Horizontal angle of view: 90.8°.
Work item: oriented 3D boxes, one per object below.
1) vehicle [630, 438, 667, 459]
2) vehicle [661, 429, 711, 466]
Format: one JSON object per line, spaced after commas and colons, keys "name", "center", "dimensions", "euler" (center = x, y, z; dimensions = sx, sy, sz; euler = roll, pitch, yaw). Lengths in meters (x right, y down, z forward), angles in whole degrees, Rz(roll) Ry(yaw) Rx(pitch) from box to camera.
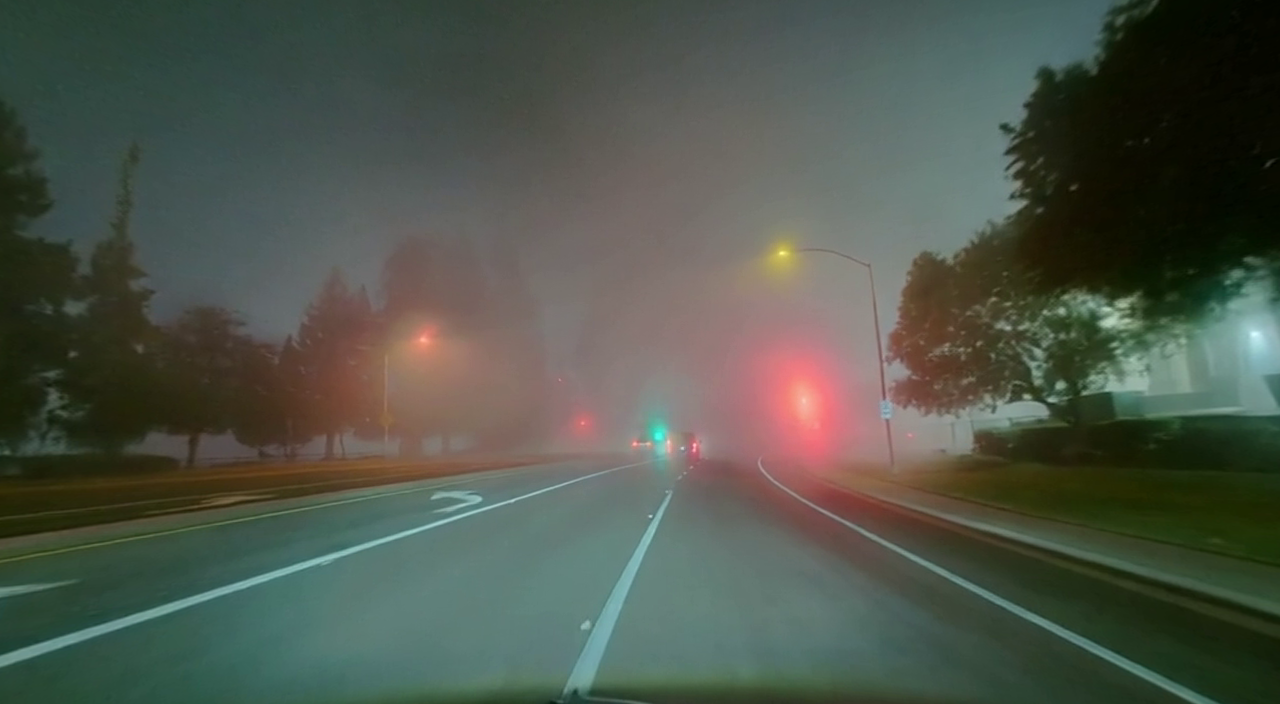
{"name": "vehicle", "center": [0.675, 7.108, 46.600], "dimensions": [1.952, 1.472, 4.312], "euler": [-2, -9, 11]}
{"name": "vehicle", "center": [2.729, 5.489, 36.395], "dimensions": [2.356, 1.931, 4.840], "euler": [-2, -9, 10]}
